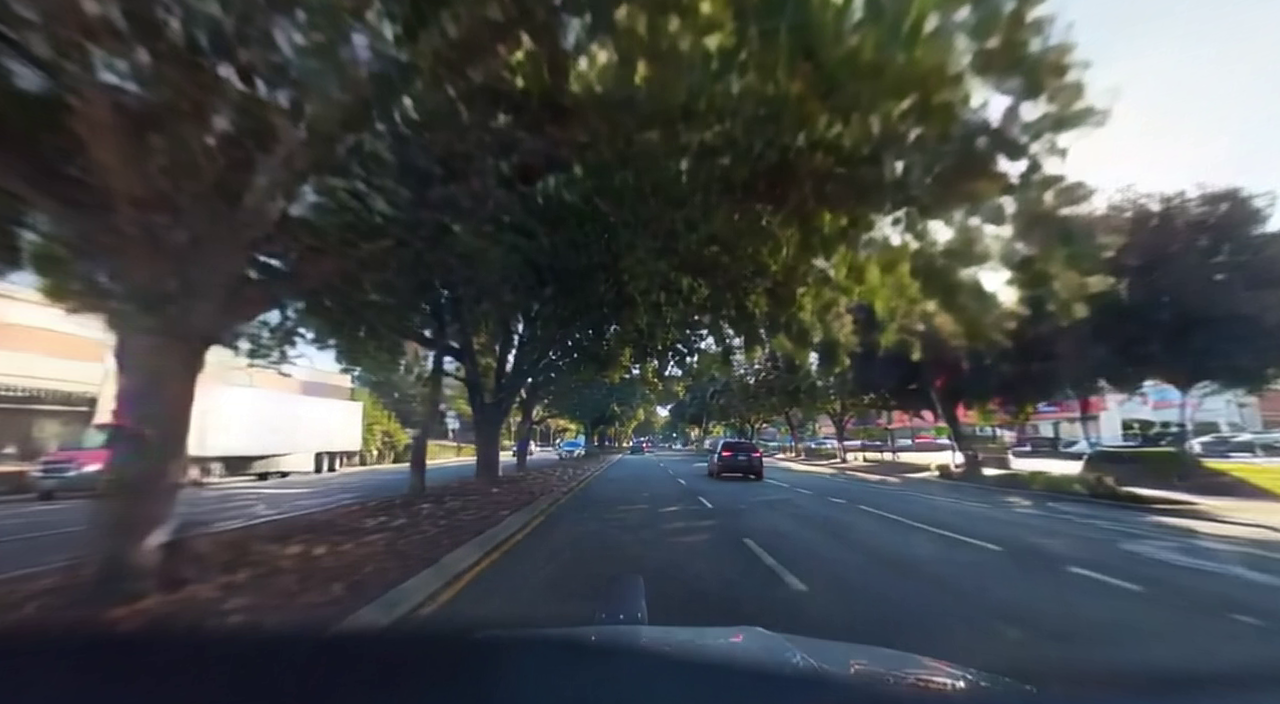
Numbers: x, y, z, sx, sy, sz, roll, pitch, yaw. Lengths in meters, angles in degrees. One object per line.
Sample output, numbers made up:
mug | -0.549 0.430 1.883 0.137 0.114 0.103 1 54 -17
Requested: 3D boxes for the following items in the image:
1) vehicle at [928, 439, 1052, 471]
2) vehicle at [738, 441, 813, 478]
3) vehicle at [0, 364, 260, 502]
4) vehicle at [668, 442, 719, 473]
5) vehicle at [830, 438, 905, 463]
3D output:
vehicle | 16.675 4.899 30.303 4.679 1.448 2.178 1 -8 -3
vehicle | 5.940 4.768 28.448 2.150 1.485 4.919 0 -8 -2
vehicle | -19.038 3.142 24.371 3.008 4.297 9.041 0 -8 0
vehicle | 2.629 5.302 32.068 2.099 1.463 4.365 0 -8 -2
vehicle | 15.915 6.860 44.235 4.457 1.521 1.872 -2 -8 -3
